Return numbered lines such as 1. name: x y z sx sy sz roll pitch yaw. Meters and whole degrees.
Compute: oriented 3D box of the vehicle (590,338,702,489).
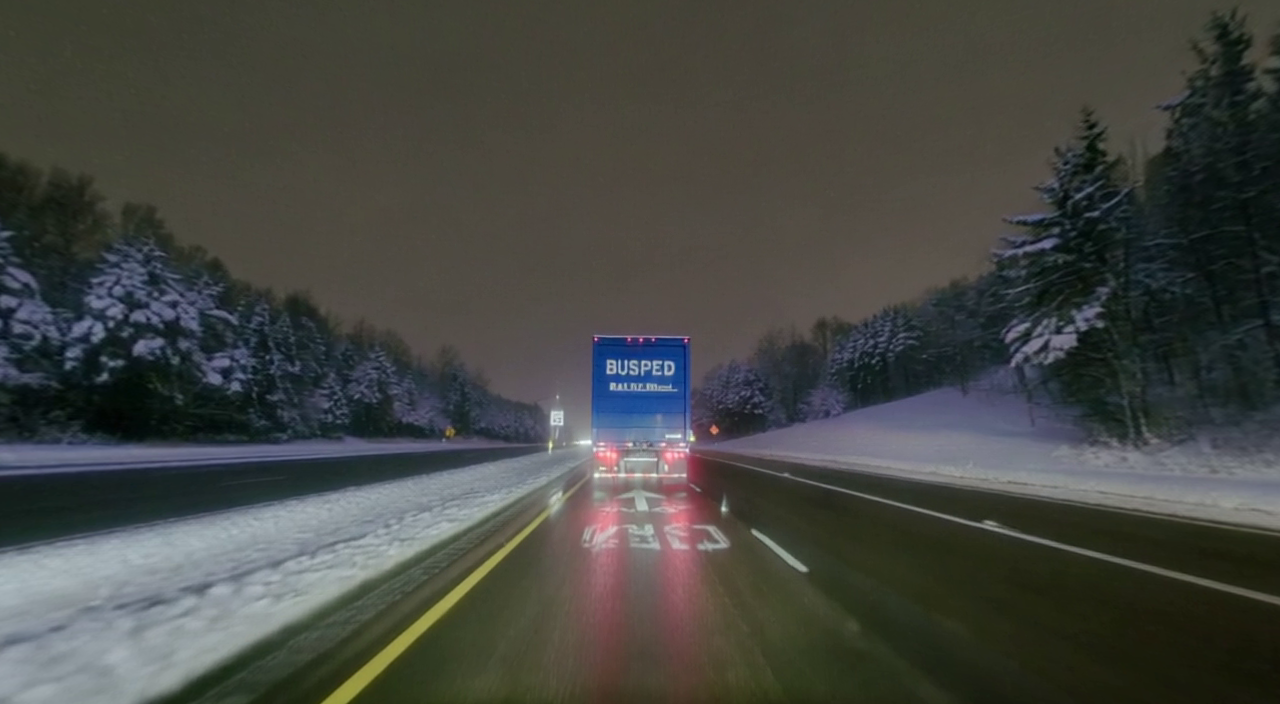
1. vehicle: 0.057 2.158 20.668 2.870 3.911 8.697 0 -8 -1
